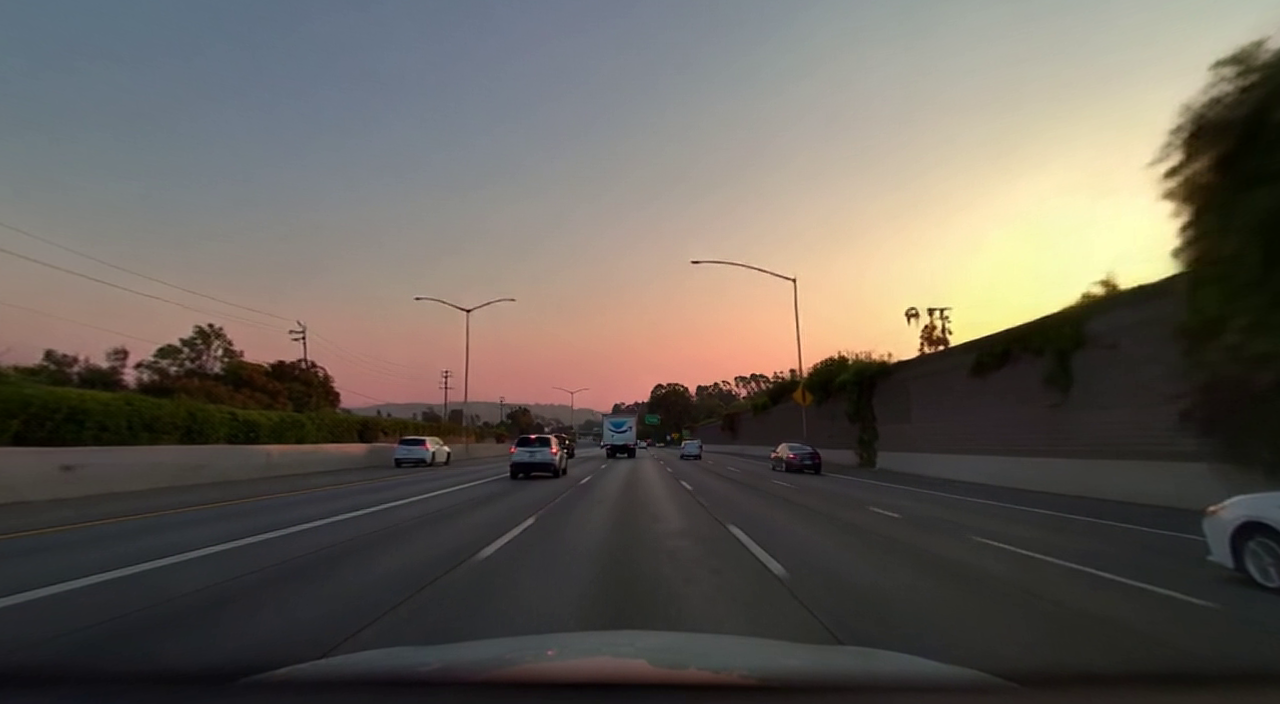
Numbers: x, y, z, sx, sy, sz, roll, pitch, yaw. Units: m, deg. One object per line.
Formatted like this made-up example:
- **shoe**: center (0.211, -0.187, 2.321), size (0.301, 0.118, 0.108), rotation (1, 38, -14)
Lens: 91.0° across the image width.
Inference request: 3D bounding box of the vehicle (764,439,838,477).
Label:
- **vehicle**: center (6.977, 4.648, 27.848), size (1.970, 1.499, 4.491), rotation (1, -8, -2)

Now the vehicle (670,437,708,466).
- **vehicle**: center (2.996, 6.153, 38.971), size (2.067, 1.654, 3.985), rotation (0, -8, 1)

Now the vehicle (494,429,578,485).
- **vehicle**: center (-3.405, 3.536, 21.497), size (2.095, 1.688, 4.188), rotation (0, -8, 1)

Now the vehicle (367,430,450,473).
- **vehicle**: center (-10.146, 4.404, 27.968), size (2.023, 1.739, 4.229), rotation (0, -8, 0)

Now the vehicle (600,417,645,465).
- **vehicle**: center (-0.966, 5.502, 38.783), size (2.456, 2.705, 6.251), rotation (0, -8, 1)
